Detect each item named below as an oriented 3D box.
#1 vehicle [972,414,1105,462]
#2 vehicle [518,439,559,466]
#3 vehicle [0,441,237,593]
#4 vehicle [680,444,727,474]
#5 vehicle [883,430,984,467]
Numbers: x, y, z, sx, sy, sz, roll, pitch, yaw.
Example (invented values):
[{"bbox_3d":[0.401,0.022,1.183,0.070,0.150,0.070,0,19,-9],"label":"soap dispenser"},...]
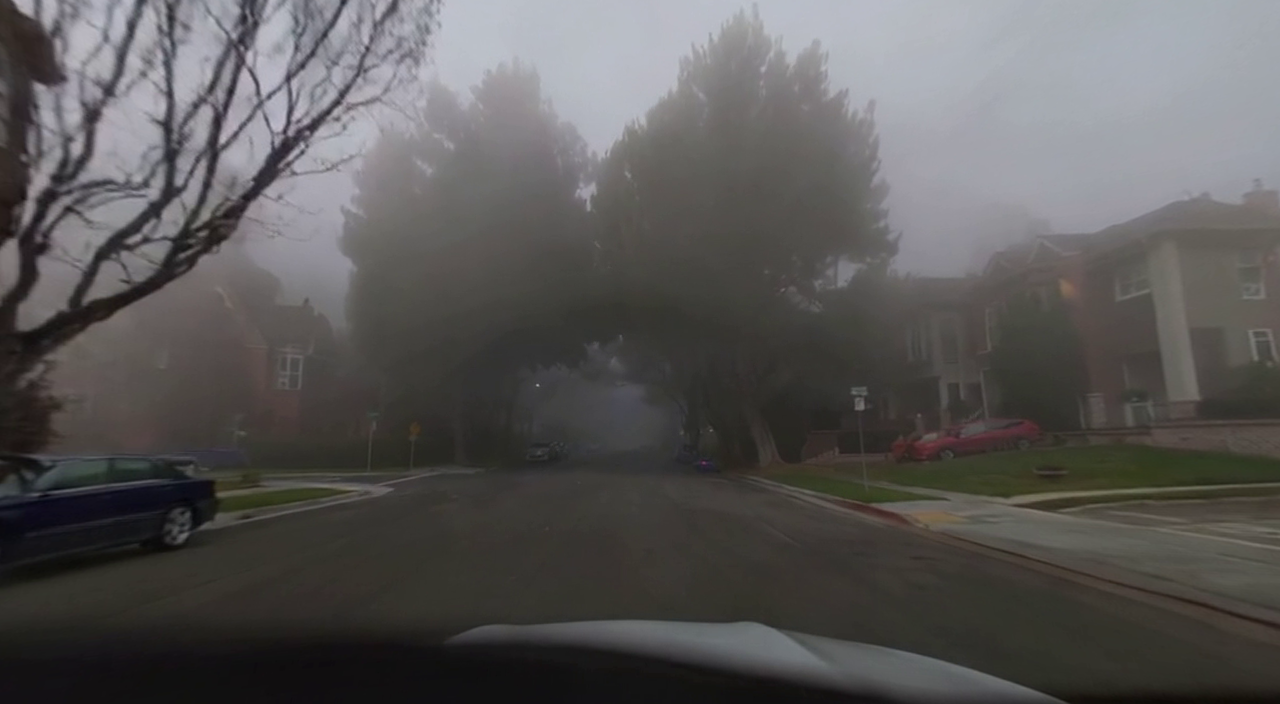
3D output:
[{"bbox_3d":[18.070,4.018,29.028,2.315,1.991,5.686,0,-9,-1],"label":"vehicle"},{"bbox_3d":[-7.838,7.841,49.234,2.230,2.025,4.977,0,-9,1],"label":"vehicle"},{"bbox_3d":[-7.210,1.831,7.299,1.912,1.466,4.754,-2,-9,0],"label":"vehicle"},{"bbox_3d":[3.356,5.763,34.180,1.956,1.468,4.698,1,-9,-2],"label":"vehicle"},{"bbox_3d":[13.122,4.386,28.538,2.068,1.522,4.810,1,-9,-2],"label":"vehicle"}]
